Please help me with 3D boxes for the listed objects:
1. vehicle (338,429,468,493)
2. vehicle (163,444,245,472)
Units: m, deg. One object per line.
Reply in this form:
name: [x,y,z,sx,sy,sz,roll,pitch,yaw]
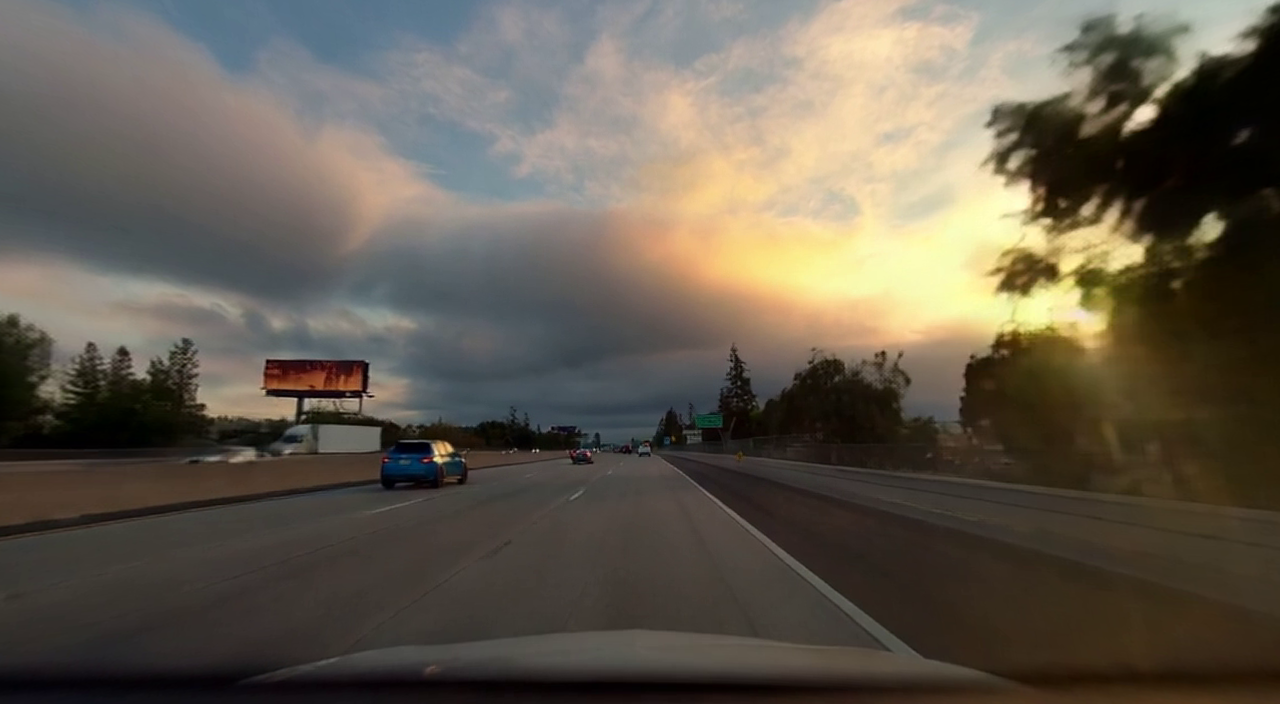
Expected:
vehicle: [-7.089,3.319,19.518,2.055,1.683,4.804,0,-9,1]
vehicle: [-28.453,6.909,41.334,2.043,1.658,4.568,0,-9,1]
